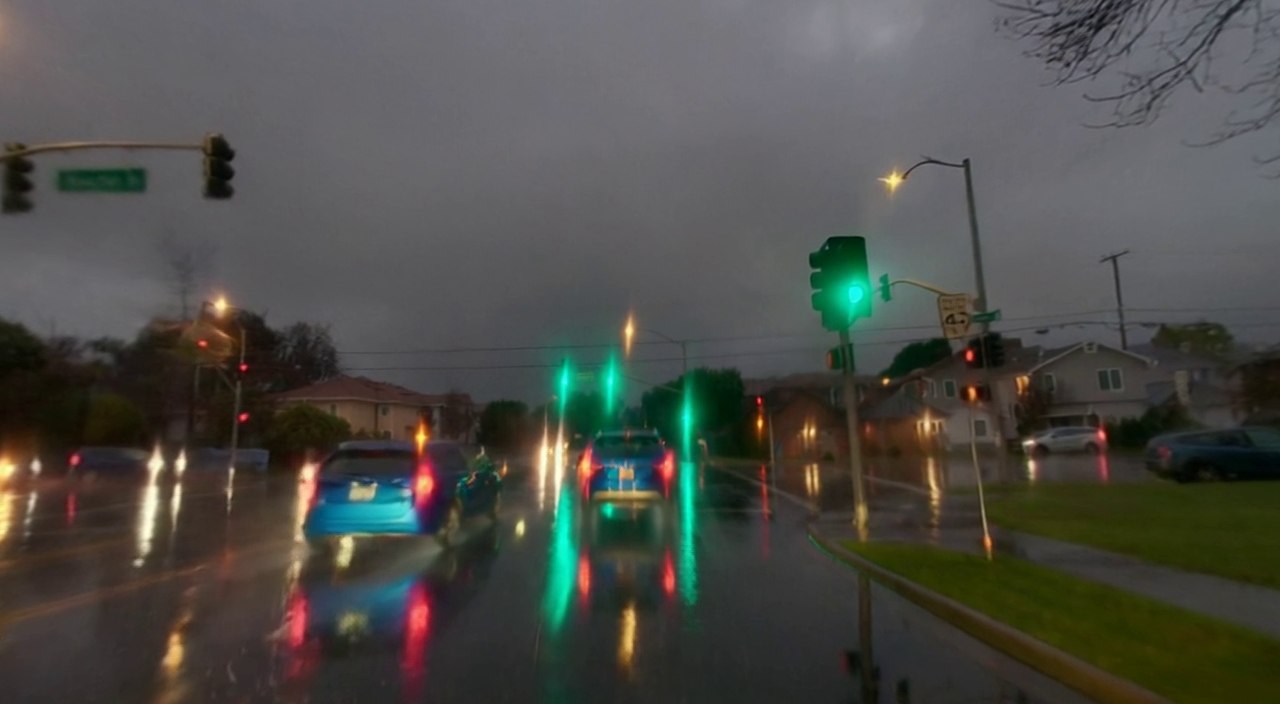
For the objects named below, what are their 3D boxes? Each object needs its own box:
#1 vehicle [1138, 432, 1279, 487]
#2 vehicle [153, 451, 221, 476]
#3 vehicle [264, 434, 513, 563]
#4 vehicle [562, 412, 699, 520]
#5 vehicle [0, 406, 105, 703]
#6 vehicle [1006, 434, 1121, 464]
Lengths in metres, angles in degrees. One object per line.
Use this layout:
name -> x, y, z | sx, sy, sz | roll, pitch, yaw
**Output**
vehicle -> 17.228, 2.980, 17.653 | 4.715, 1.439, 1.874 | -2, -9, 14
vehicle -> -31.283, 7.668, 43.813 | 2.113, 1.603, 4.222 | 1, -9, -10
vehicle -> -3.347, 2.015, 9.520 | 1.934, 1.459, 4.368 | 0, -8, 0
vehicle -> -0.189, 2.341, 13.473 | 2.396, 1.881, 4.606 | 0, -8, -1
vehicle -> -3.388, 0.663, 0.380 | 1.977, 1.488, 4.741 | 0, -8, 0
vehicle -> 21.339, 4.919, 32.006 | 4.353, 1.431, 1.876 | -2, -9, 14
